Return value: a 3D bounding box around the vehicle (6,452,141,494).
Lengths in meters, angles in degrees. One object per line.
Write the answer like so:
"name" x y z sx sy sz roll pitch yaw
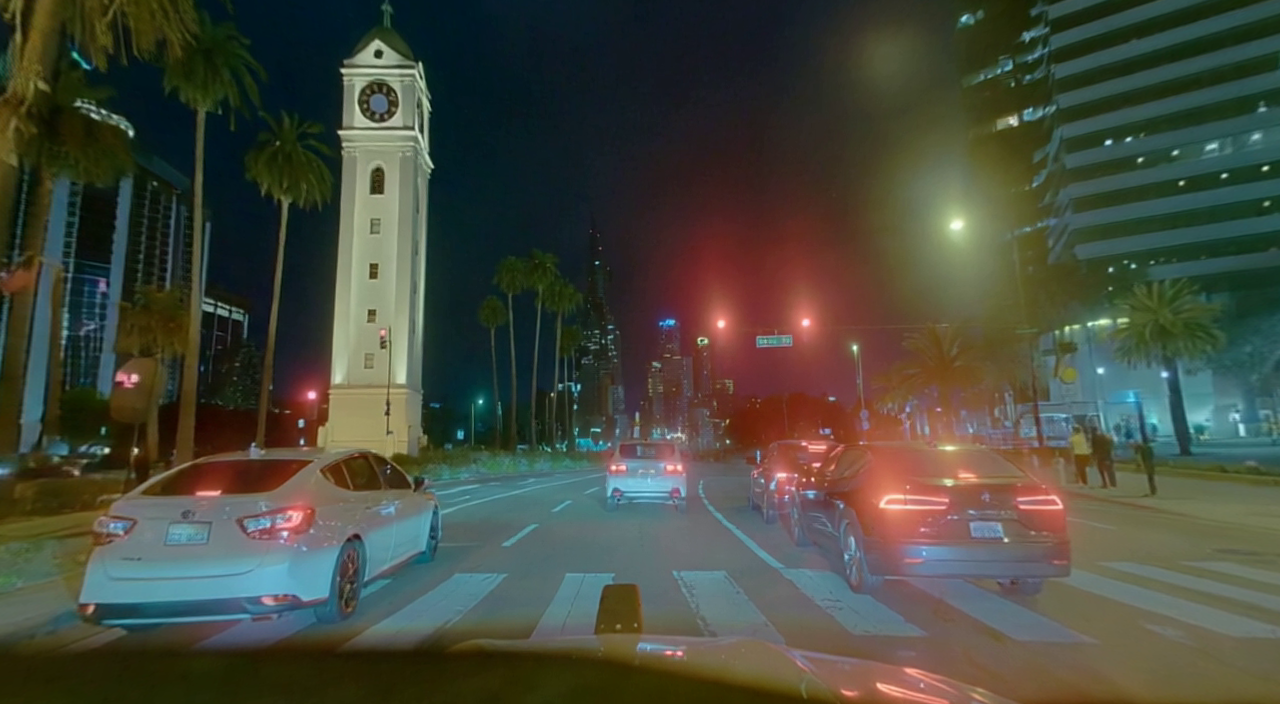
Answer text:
"vehicle" -26.707 5.671 29.949 2.105 1.793 4.812 0 -9 -4

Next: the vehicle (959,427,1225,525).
"vehicle" 8.182 2.261 12.036 1.859 1.508 4.259 0 -9 -1

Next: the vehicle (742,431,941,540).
"vehicle" 3.107 2.154 10.829 1.913 1.469 4.425 0 -8 -1

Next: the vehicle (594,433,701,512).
"vehicle" 0.172 2.594 13.954 2.048 1.503 3.681 0 -8 1

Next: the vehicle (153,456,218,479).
"vehicle" -33.569 8.503 46.612 1.773 1.491 4.385 1 -9 -5
